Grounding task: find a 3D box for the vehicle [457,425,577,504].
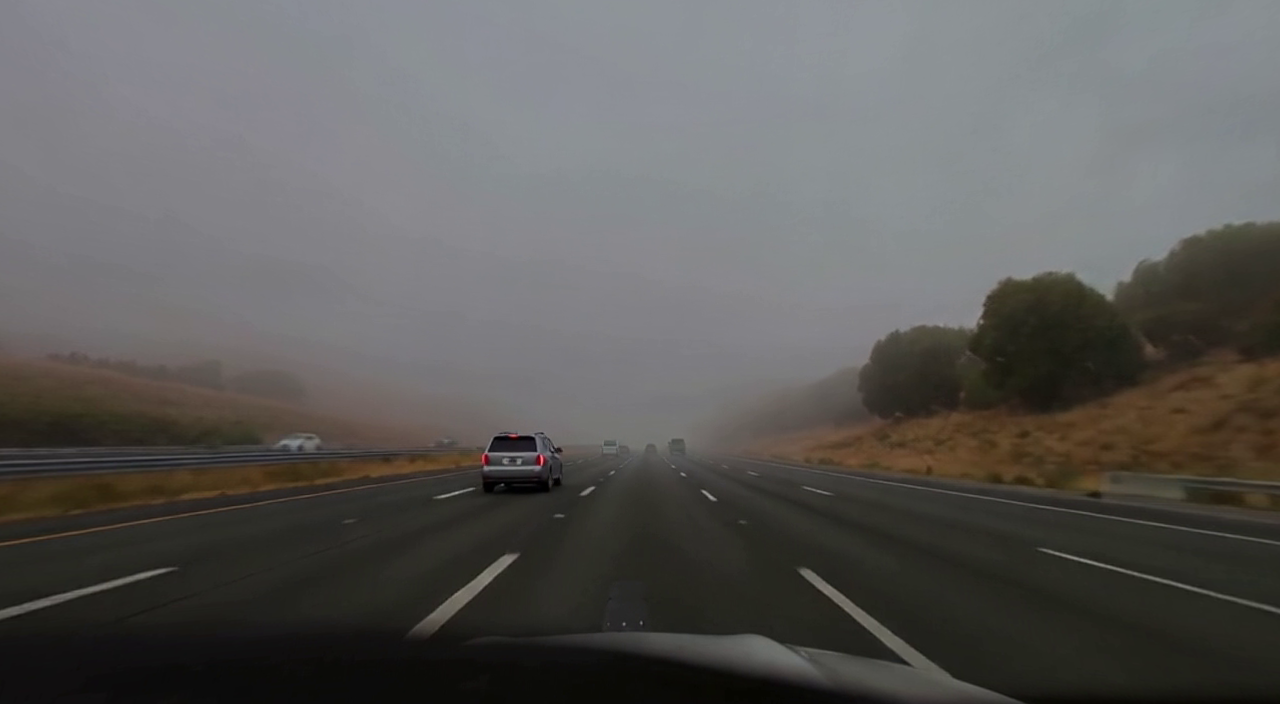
[{"bbox_3d":[-3.165,3.033,17.421,2.218,1.848,4.789,0,-9,2],"label":"vehicle"}]
